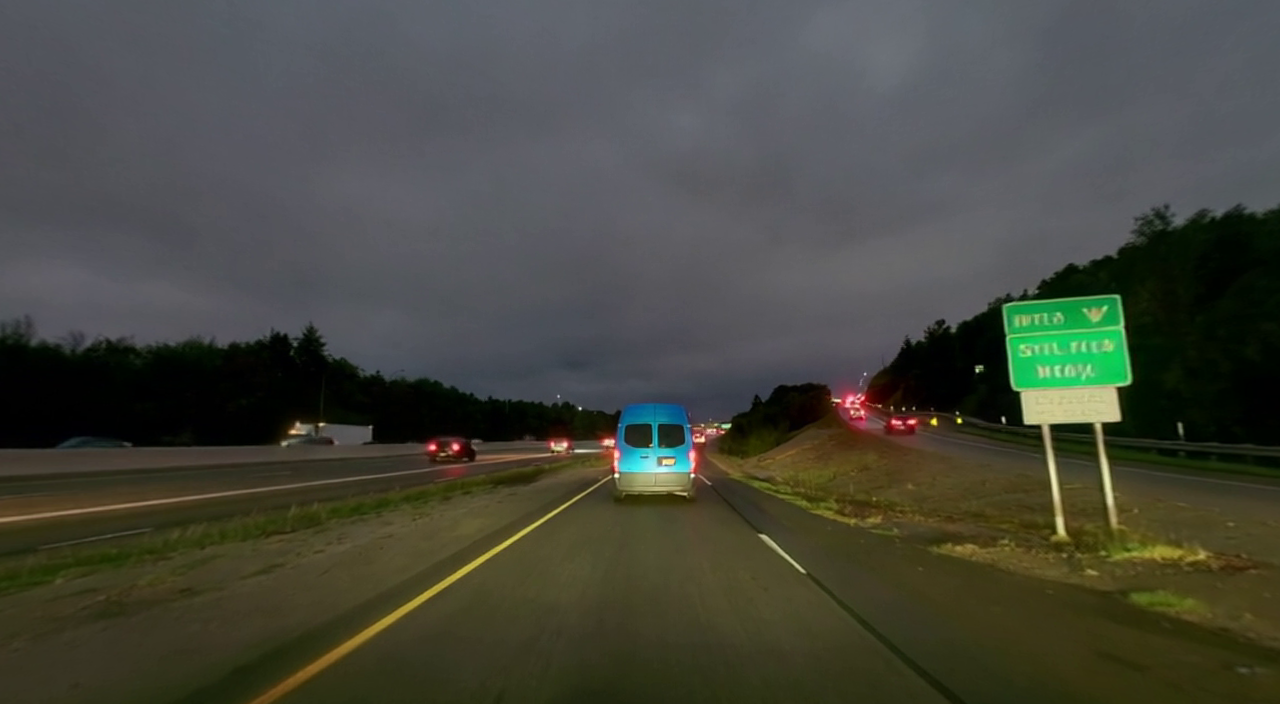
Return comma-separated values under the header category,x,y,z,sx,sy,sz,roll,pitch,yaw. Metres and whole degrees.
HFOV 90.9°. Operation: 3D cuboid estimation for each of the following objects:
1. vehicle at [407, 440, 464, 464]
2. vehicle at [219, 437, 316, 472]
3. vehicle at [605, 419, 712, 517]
category,x,y,z,sx,sy,sz,roll,pitch,yaw
vehicle,-15.169,7.413,47.112,2.309,1.683,5.063,-1,-8,4
vehicle,-19.479,5.360,33.264,2.160,1.691,4.601,-1,-8,3
vehicle,0.313,2.541,14.340,2.043,1.821,4.558,0,-8,-1
